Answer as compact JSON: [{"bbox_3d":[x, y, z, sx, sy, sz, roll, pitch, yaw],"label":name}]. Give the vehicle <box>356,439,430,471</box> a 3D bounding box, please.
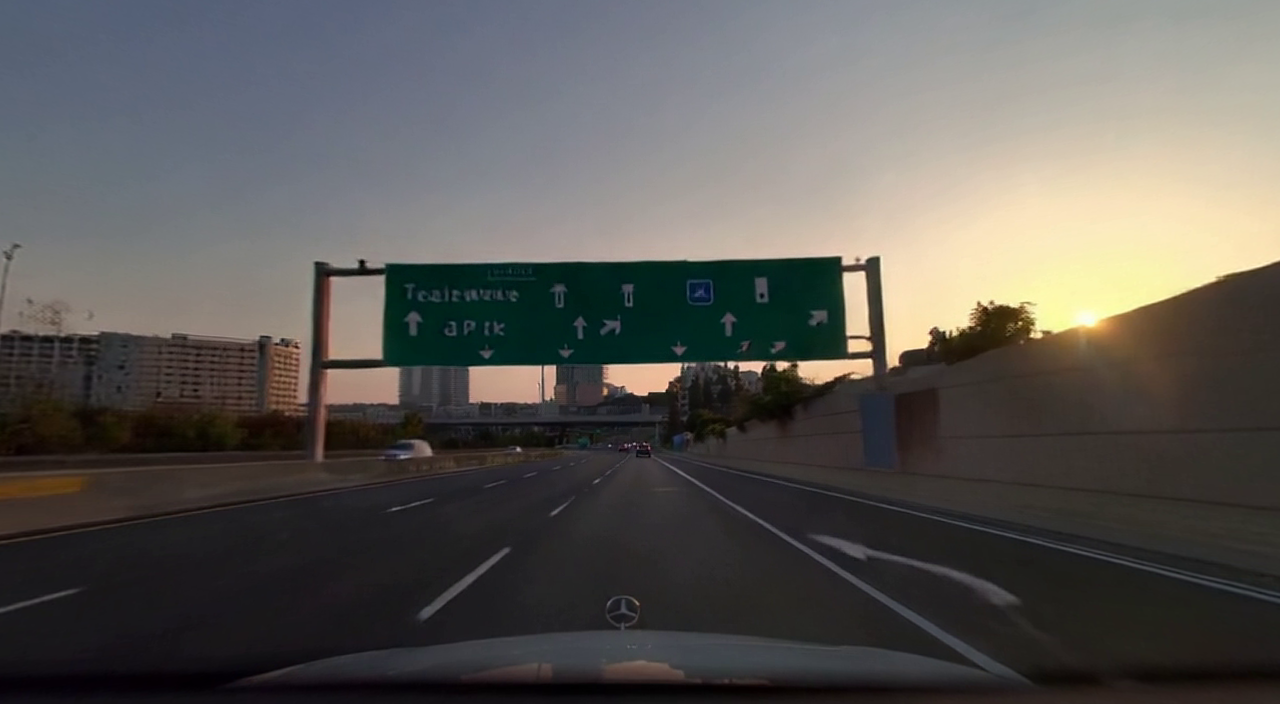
[{"bbox_3d":[-15.177,6.355,39.185,2.258,1.818,5.703,0,-9,0],"label":"vehicle"}]
